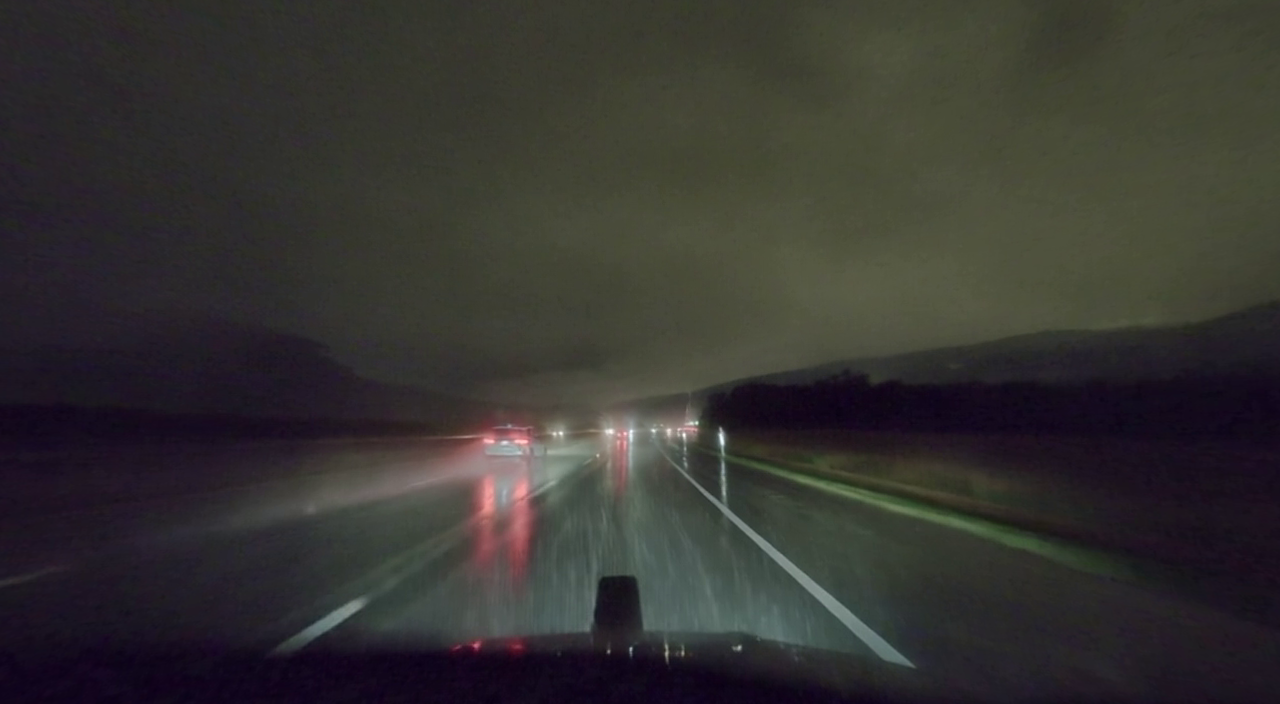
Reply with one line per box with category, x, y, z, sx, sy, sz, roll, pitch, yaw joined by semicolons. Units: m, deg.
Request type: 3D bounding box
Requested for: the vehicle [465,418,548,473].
vehicle;-4.547;3.262;22.131;1.980;1.721;4.419;0;-8;0
